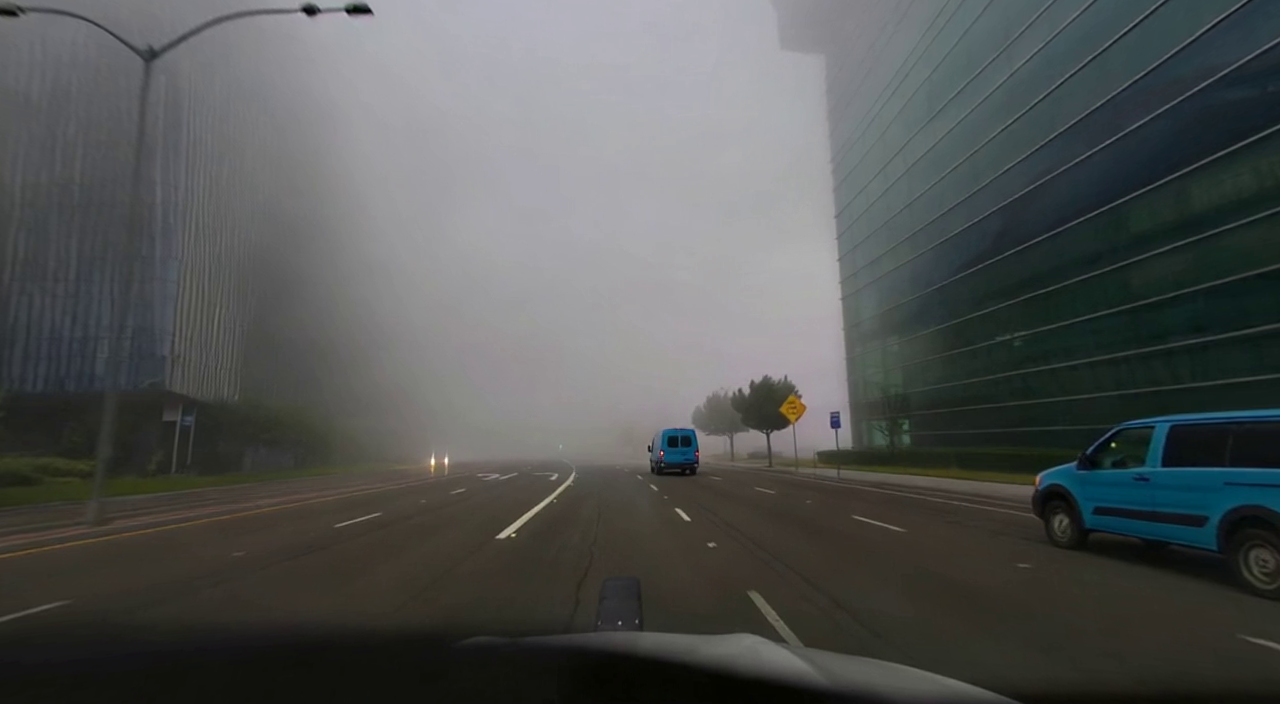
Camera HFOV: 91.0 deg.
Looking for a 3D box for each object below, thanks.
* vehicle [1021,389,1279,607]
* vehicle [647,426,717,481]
[{"bbox_3d":[6.099,1.309,5.999,1.992,1.726,4.434,0,-9,-2],"label":"vehicle"},{"bbox_3d":[1.747,4.500,28.122,2.339,2.244,4.817,1,-9,-5],"label":"vehicle"}]
